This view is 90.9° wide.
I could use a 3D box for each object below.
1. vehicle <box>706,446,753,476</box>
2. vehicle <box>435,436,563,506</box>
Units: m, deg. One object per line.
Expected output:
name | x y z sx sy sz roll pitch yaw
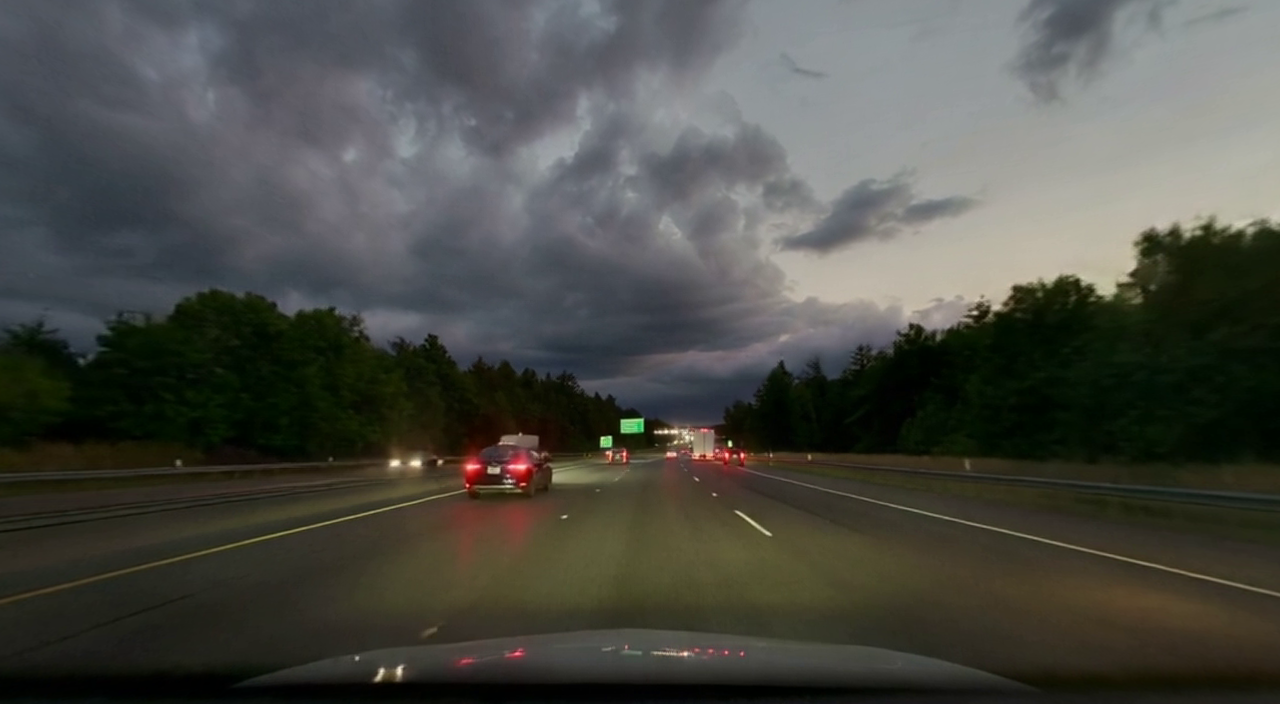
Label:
vehicle | 5.060 6.220 36.136 2.176 1.598 3.878 0 -9 1
vehicle | -3.422 3.011 16.386 2.085 1.530 4.809 0 -9 2
